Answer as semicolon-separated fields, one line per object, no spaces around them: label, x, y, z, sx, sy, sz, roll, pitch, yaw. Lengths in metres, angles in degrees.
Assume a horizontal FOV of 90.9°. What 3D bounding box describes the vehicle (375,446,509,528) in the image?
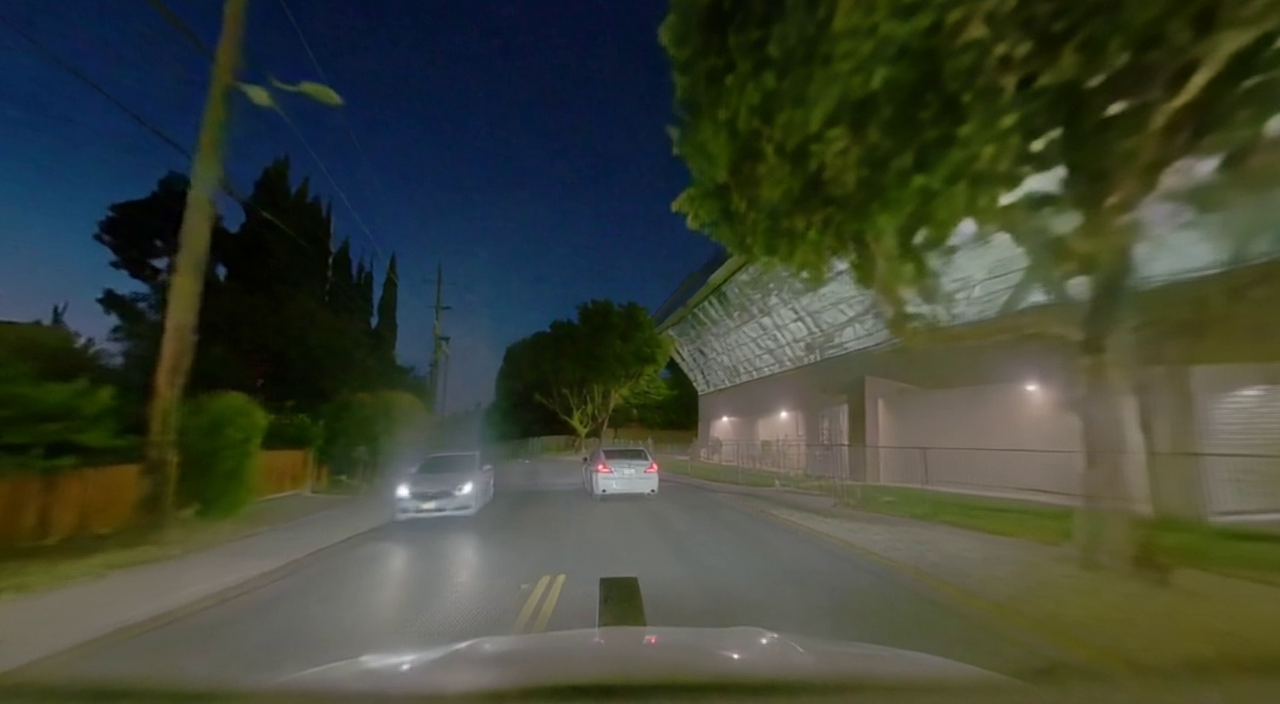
vehicle;-4.102;2.809;13.817;1.957;1.442;4.180;0;-8;-6

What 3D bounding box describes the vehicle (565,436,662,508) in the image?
vehicle;-0.765;2.827;15.411;2.060;1.487;3.920;1;-8;-6
